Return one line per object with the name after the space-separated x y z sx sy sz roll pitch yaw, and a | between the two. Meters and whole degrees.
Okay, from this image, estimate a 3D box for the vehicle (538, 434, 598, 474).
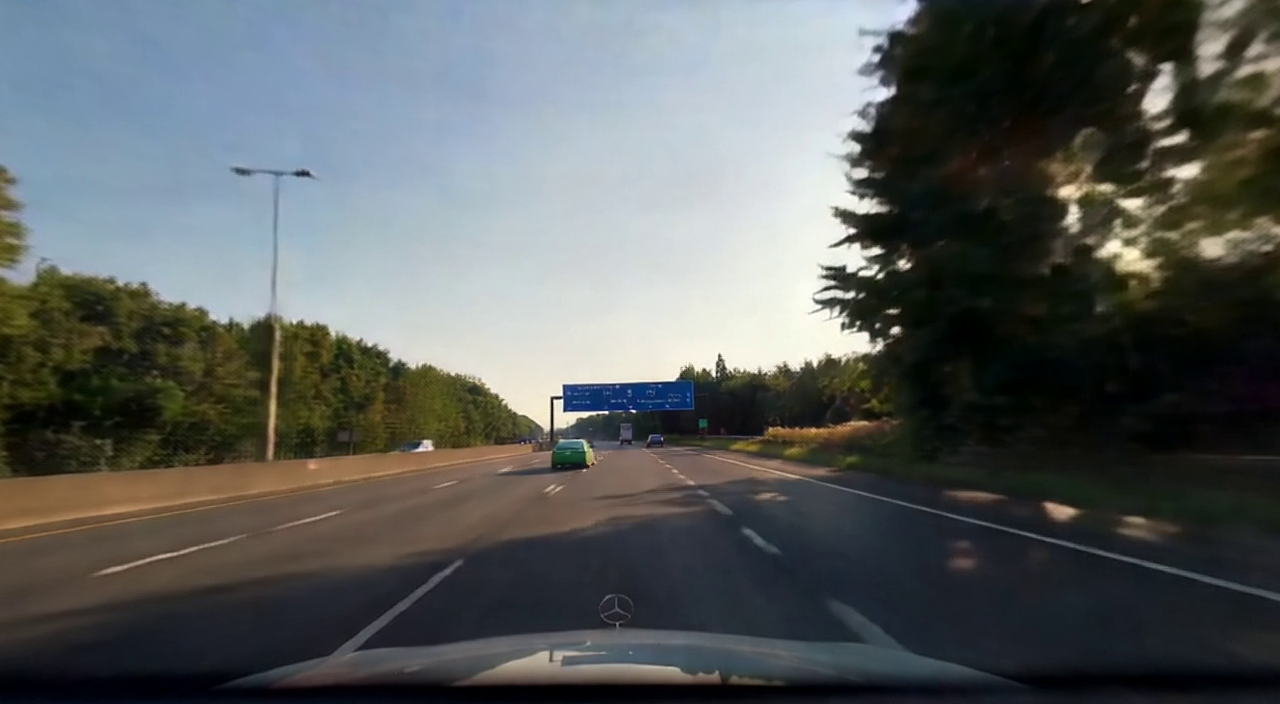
-2.843 4.111 25.693 2.000 1.491 3.913 0 -8 0 | vehicle

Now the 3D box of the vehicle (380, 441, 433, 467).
-16.923 7.384 45.868 2.028 1.708 4.792 0 -8 0 | vehicle
